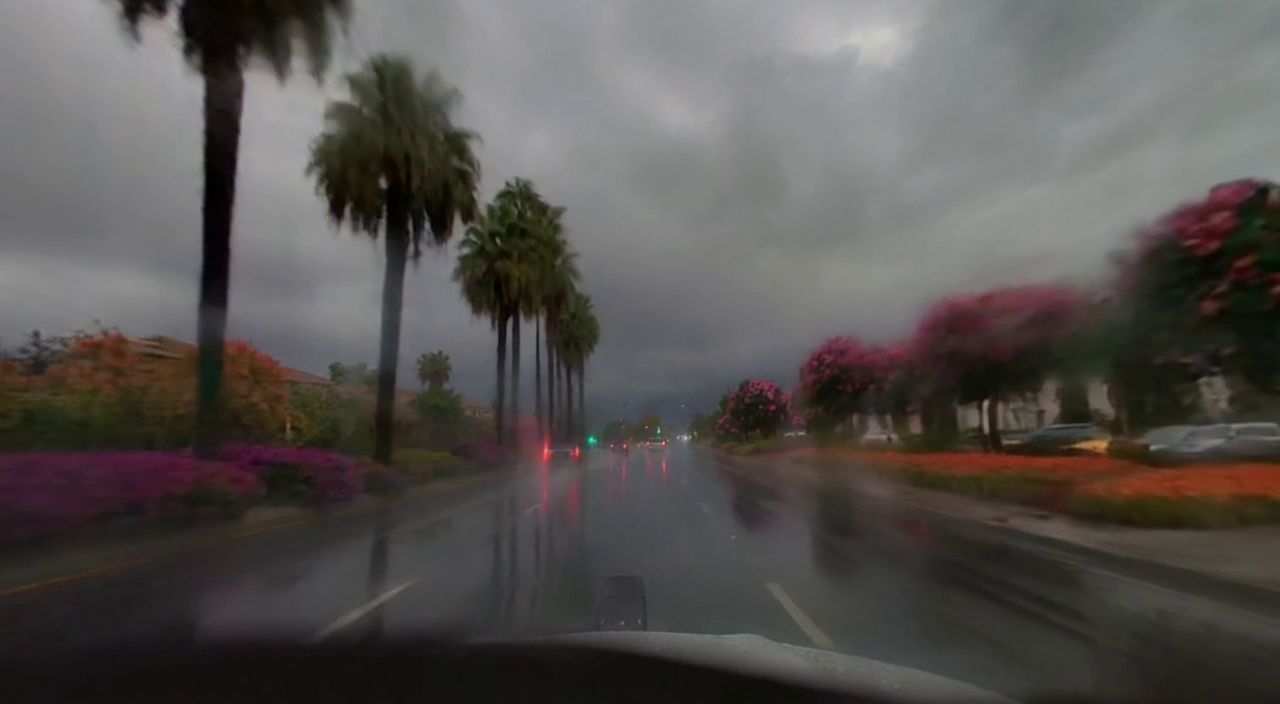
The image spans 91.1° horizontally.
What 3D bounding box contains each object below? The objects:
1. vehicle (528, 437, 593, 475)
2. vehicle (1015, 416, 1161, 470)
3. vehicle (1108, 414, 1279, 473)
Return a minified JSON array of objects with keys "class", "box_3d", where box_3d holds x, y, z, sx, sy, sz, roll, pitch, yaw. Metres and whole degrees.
[{"class":"vehicle","box_3d":[-3.254,4.370,26.637,2.036,1.478,4.508,0,-8,2]},{"class":"vehicle","box_3d":[20.489,4.193,29.101,2.624,2.088,5.064,-3,-8,-6]},{"class":"vehicle","box_3d":[21.340,3.391,23.193,2.426,1.902,6.126,3,-9,-16]}]
